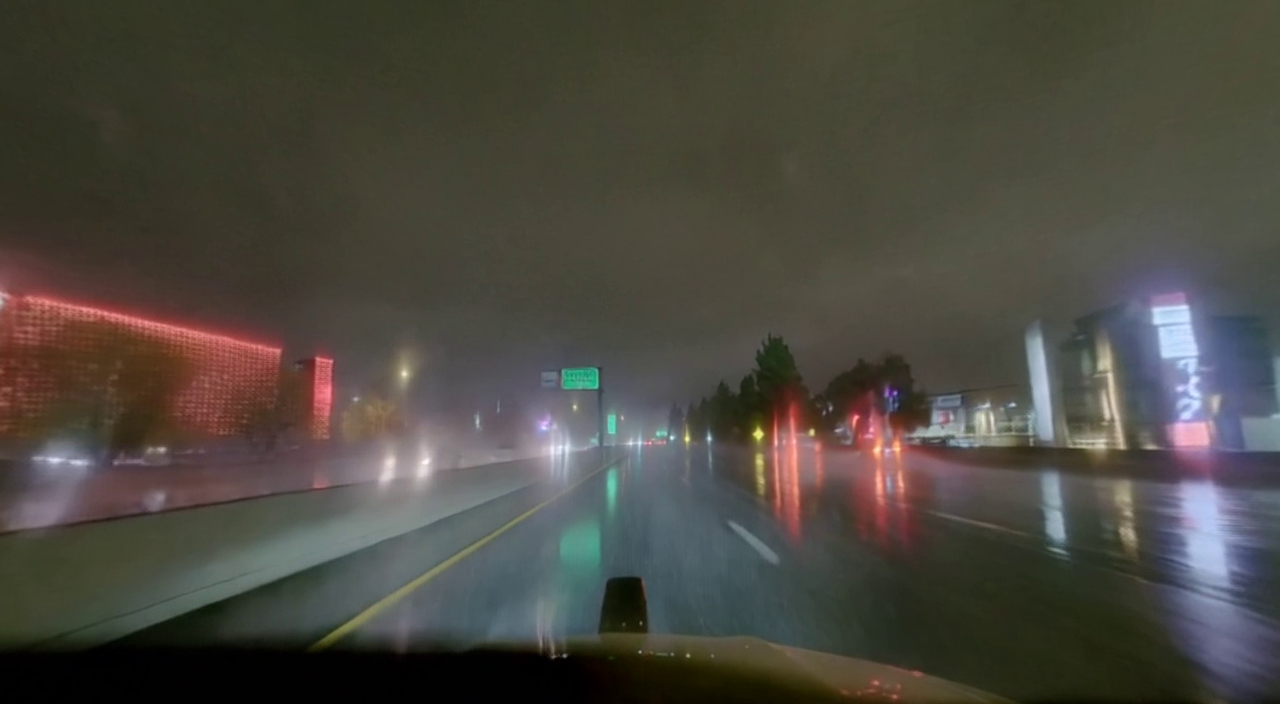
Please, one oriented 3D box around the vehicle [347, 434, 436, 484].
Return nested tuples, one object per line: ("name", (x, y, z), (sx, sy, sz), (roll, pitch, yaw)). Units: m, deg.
("vehicle", (-11.141, 4.819, 28.727), (2.112, 2.072, 4.744), (0, -8, 0))
